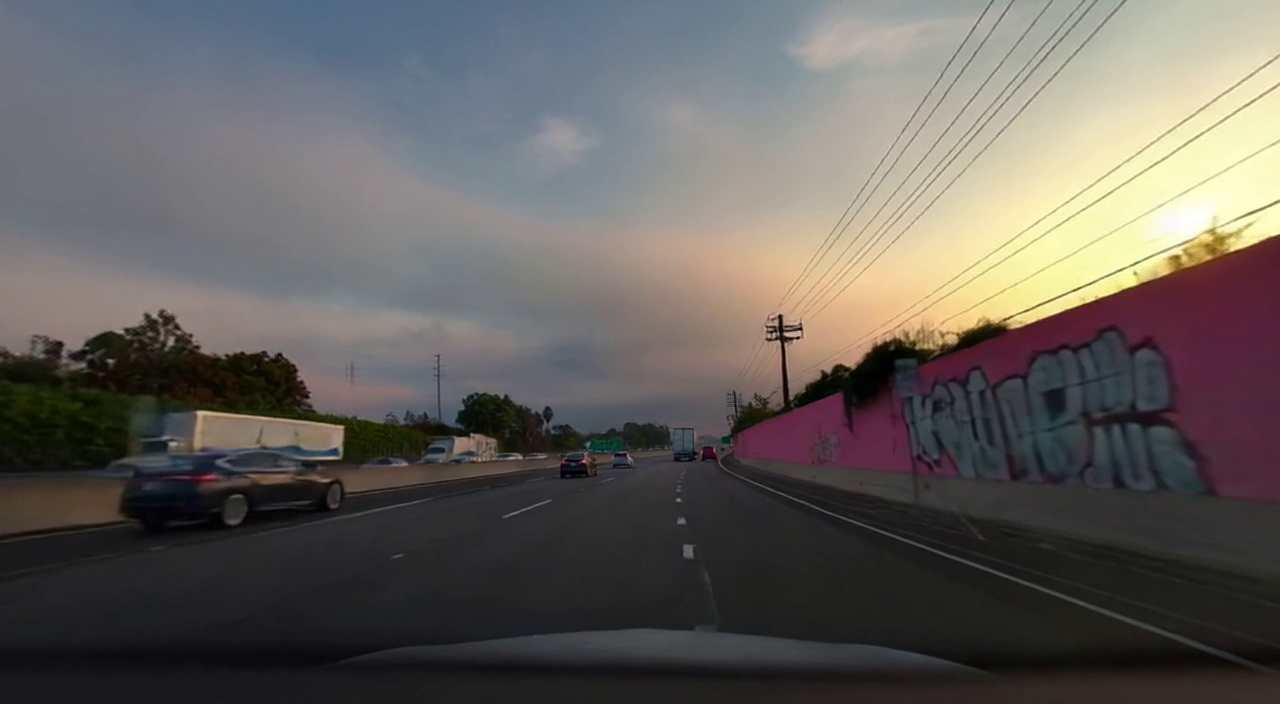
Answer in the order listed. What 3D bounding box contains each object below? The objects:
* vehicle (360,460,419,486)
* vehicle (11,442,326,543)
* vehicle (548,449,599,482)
[{"bbox_3d":[-15.068,7.277,38.075,1.789,1.390,3.746,-1,-9,4],"label":"vehicle"},{"bbox_3d":[-8.394,2.521,12.025,2.142,1.503,4.767,-1,-9,3],"label":"vehicle"},{"bbox_3d":[-3.371,5.834,32.714,1.966,1.565,3.766,-1,-9,4],"label":"vehicle"}]
